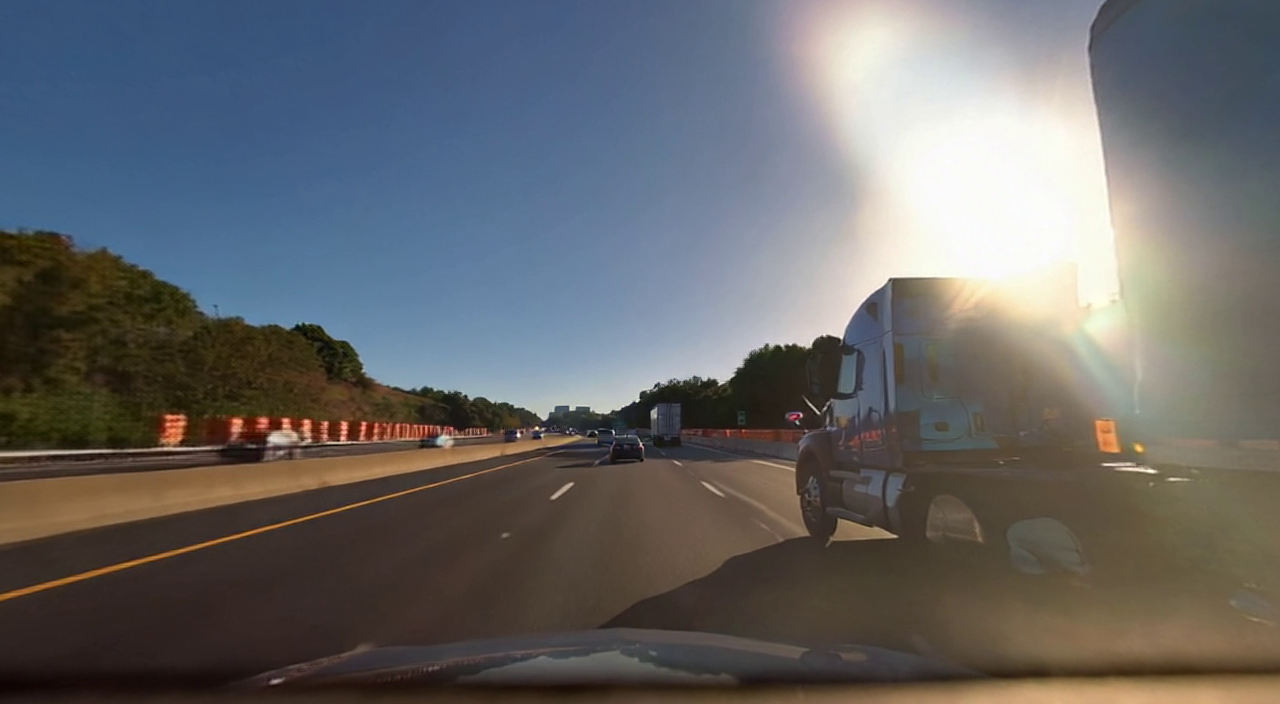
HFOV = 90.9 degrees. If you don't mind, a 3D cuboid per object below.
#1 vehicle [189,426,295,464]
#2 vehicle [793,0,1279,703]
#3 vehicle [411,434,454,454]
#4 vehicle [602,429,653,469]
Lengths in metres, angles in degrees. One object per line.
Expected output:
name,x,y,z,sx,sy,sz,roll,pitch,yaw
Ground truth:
vehicle,-20.095,4.719,32.180,1.975,1.769,5.289,0,-8,0
vehicle,3.522,-0.059,2.296,2.919,3.634,10.888,0,-8,-1
vehicle,-15.711,6.980,47.967,1.845,1.459,4.153,0,-8,0
vehicle,-0.494,3.914,25.631,1.929,1.469,3.677,0,-8,-1
